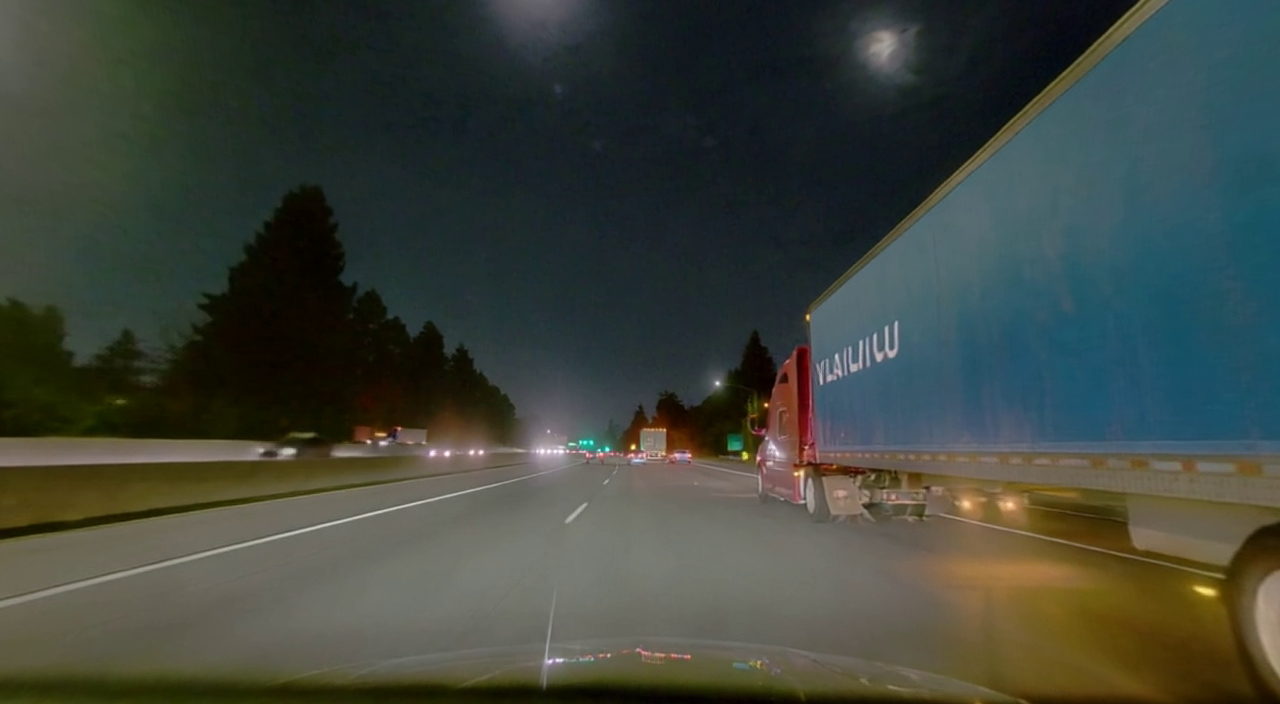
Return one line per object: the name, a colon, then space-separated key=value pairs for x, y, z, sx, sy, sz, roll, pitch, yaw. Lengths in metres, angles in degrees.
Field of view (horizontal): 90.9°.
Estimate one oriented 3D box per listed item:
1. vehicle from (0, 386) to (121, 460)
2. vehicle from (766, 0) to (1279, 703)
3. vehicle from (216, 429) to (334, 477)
vehicle: x=-36.832 y=3.984 z=35.282 sx=2.867 sy=4.022 sz=14.159 roll=0 pitch=-9 yaw=3
vehicle: x=4.401 y=0.404 z=6.961 sx=2.847 sy=4.075 sz=14.244 roll=0 pitch=-9 yaw=-1
vehicle: x=-16.145 y=4.514 z=28.336 sx=2.163 sy=1.930 sz=5.305 roll=0 pitch=-9 yaw=-1
